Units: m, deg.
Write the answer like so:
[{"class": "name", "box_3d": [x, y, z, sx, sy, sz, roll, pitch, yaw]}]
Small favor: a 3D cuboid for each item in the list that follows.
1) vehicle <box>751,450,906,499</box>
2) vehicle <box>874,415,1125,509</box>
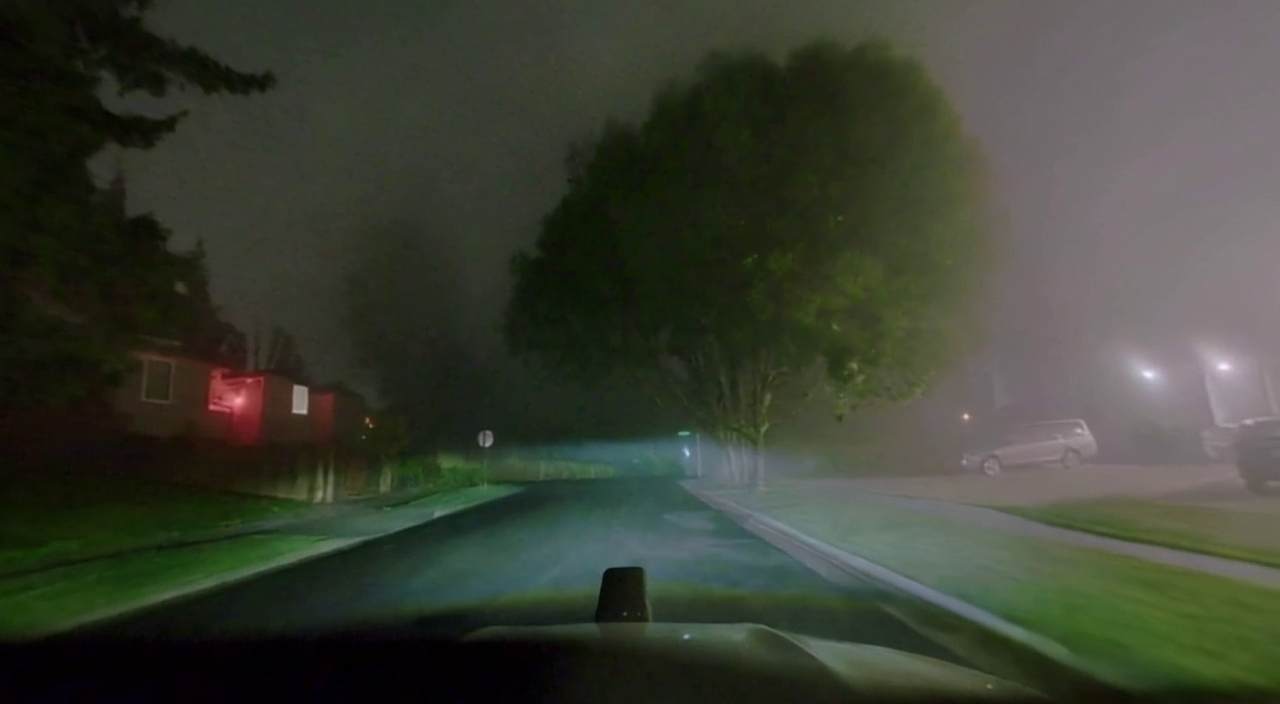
[{"class": "vehicle", "box_3d": [5.747, 3.759, 19.585, 4.229, 1.402, 1.811, 0, -9, 0]}, {"class": "vehicle", "box_3d": [9.406, 2.939, 16.874, 5.239, 1.933, 2.131, -4, -10, -2]}]
